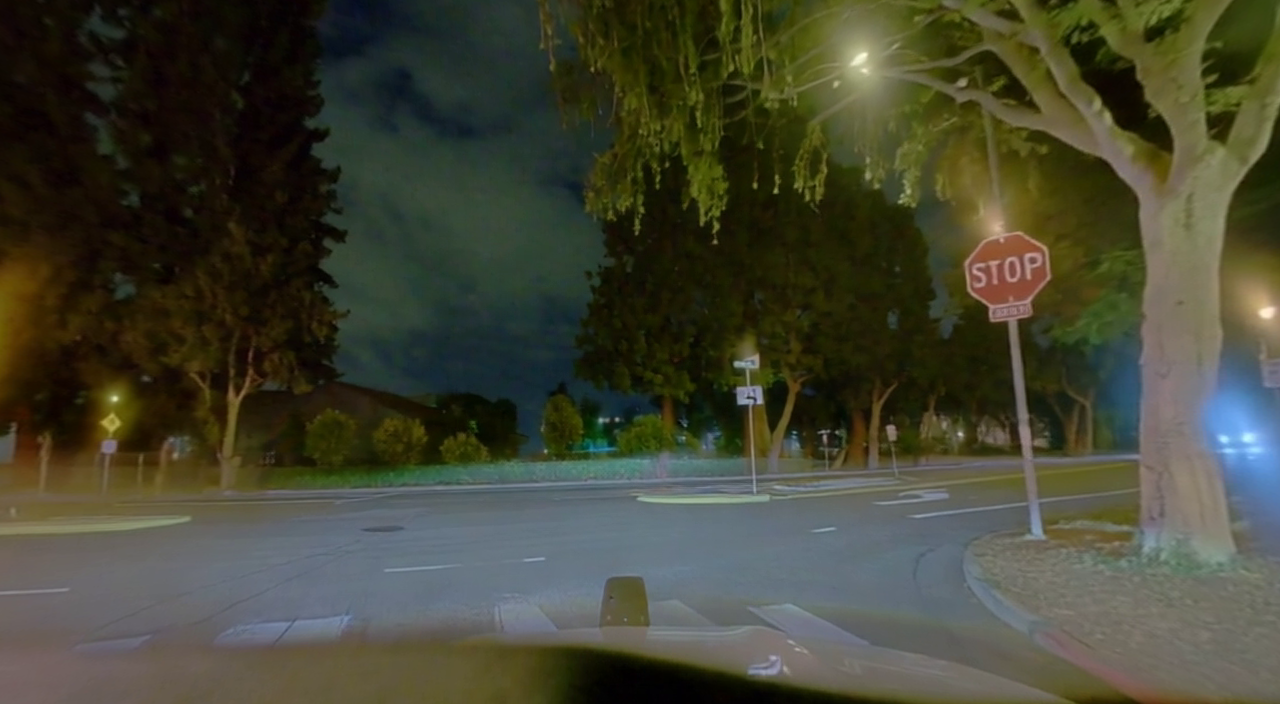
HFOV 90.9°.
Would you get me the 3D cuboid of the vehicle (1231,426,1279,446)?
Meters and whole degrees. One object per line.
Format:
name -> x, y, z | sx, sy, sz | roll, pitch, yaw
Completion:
vehicle -> 48.038, 6.584, 49.080 | 4.473, 1.474, 2.108 | 6, -11, -37
